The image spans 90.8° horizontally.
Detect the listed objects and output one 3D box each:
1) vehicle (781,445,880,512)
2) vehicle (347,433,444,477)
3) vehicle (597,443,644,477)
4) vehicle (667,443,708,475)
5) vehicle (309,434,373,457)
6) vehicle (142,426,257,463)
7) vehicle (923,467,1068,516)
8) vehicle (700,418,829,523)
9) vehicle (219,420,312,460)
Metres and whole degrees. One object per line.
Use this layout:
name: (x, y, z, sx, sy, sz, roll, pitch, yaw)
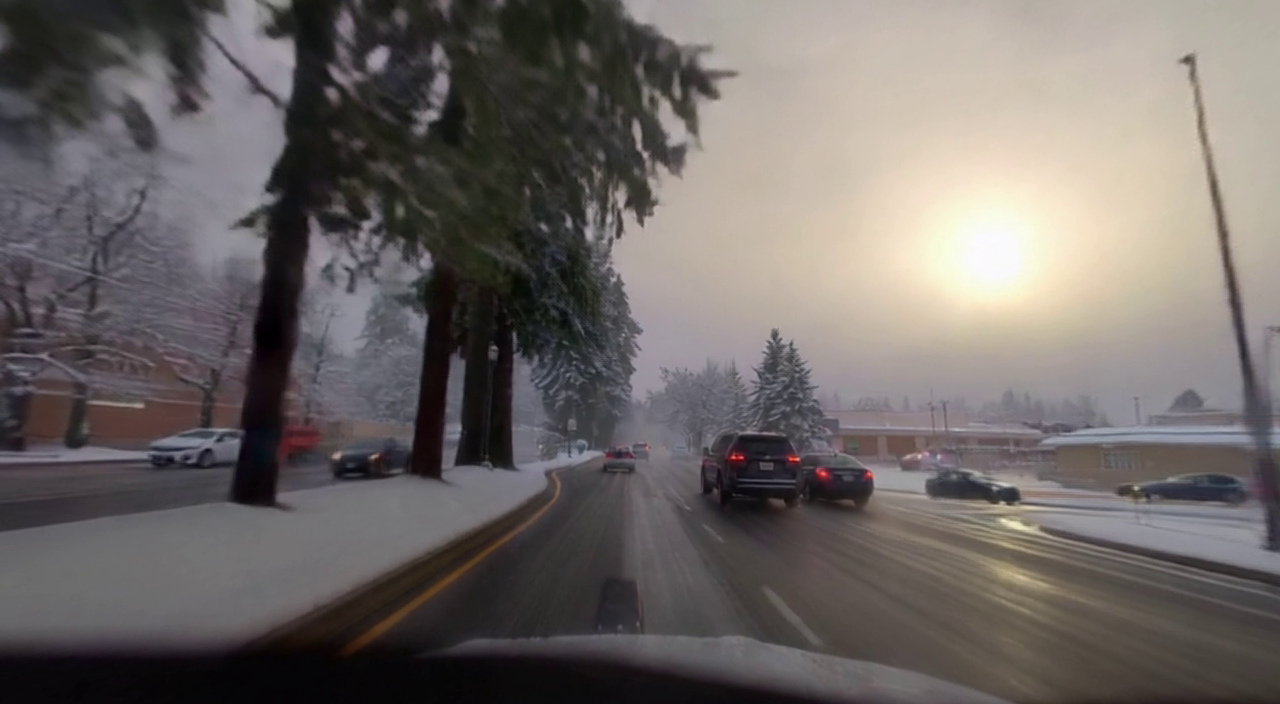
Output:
vehicle: (6.266, 4.155, 21.304, 1.913, 1.777, 4.269, 7, -9, 1)
vehicle: (-8.803, 3.762, 23.206, 1.861, 1.456, 4.303, 1, -9, -1)
vehicle: (-0.888, 5.129, 30.176, 2.119, 1.460, 3.847, 0, -9, -1)
vehicle: (2.676, 6.213, 36.867, 1.922, 1.708, 4.126, 0, -9, -2)
vehicle: (-19.503, 6.171, 41.454, 1.913, 1.417, 4.592, 0, -9, 0)
vehicle: (-19.269, 4.110, 27.945, 1.877, 1.446, 4.593, 0, -9, -1)
vehicle: (14.200, 5.585, 25.531, 4.545, 1.770, 2.057, -2, -9, 9)
vehicle: (2.742, 2.730, 14.975, 2.035, 1.940, 4.299, 5, -9, -1)
vehicle: (-19.483, 4.659, 33.181, 2.056, 1.899, 4.803, 0, -9, -3)
